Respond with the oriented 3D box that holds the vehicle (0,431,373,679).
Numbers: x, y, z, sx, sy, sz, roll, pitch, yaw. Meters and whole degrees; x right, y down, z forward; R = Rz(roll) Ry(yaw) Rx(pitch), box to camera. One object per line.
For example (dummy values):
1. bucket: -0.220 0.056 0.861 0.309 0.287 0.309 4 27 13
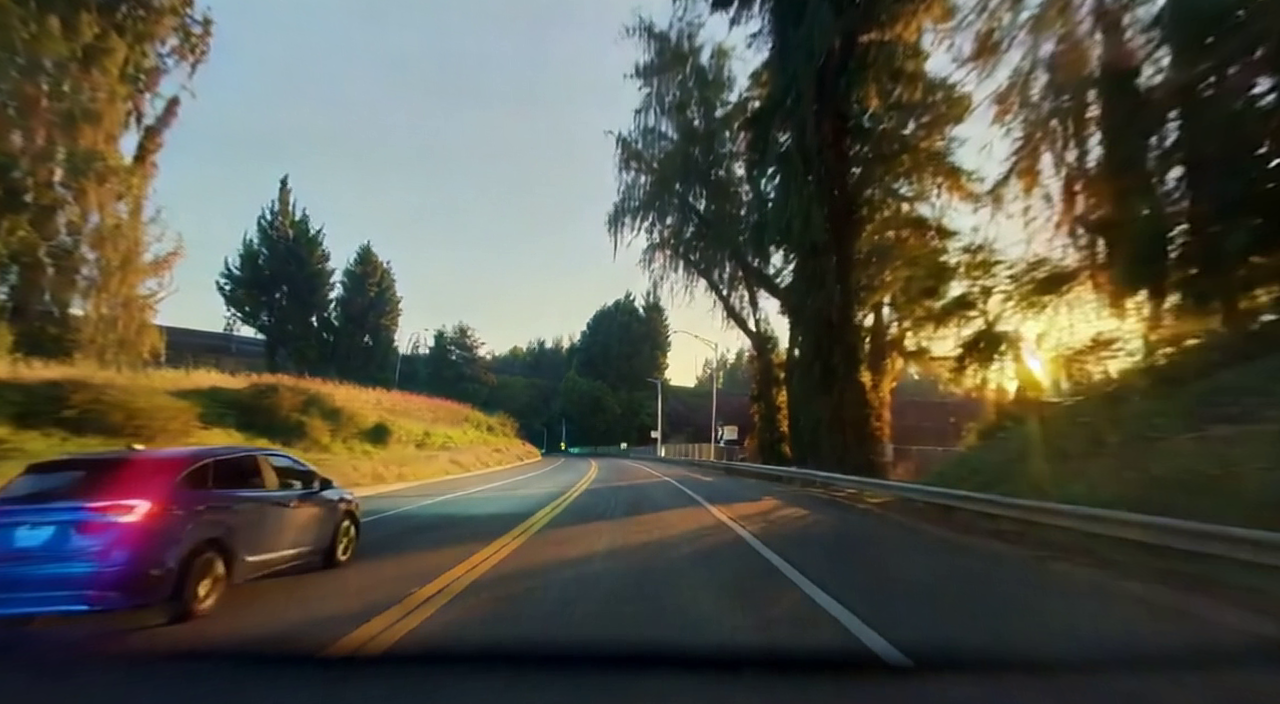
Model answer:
1. vehicle: -4.578 1.590 6.162 1.968 1.503 4.443 0 -9 0
